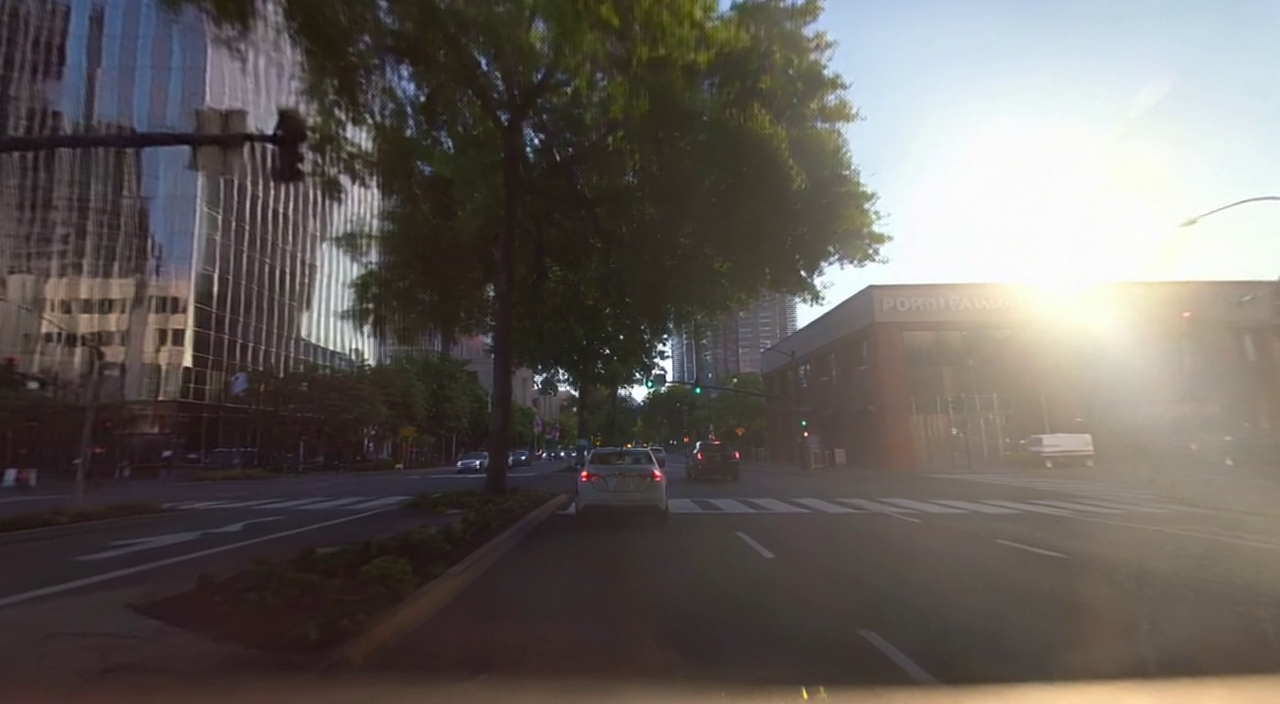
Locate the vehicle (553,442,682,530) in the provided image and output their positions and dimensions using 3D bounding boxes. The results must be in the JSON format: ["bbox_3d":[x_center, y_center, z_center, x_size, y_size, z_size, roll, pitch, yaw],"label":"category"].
[{"bbox_3d":[-0.419,2.539,12.616,2.144,1.398,3.963,1,-8,-1],"label":"vehicle"}]

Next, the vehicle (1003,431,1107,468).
[{"bbox_3d":[24.019,5.682,36.688,4.384,2.000,2.345,1,-10,-4],"label":"vehicle"}]

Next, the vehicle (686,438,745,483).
[{"bbox_3d":[3.274,4.777,28.152,2.078,1.799,4.089,1,-8,-1],"label":"vehicle"}]
